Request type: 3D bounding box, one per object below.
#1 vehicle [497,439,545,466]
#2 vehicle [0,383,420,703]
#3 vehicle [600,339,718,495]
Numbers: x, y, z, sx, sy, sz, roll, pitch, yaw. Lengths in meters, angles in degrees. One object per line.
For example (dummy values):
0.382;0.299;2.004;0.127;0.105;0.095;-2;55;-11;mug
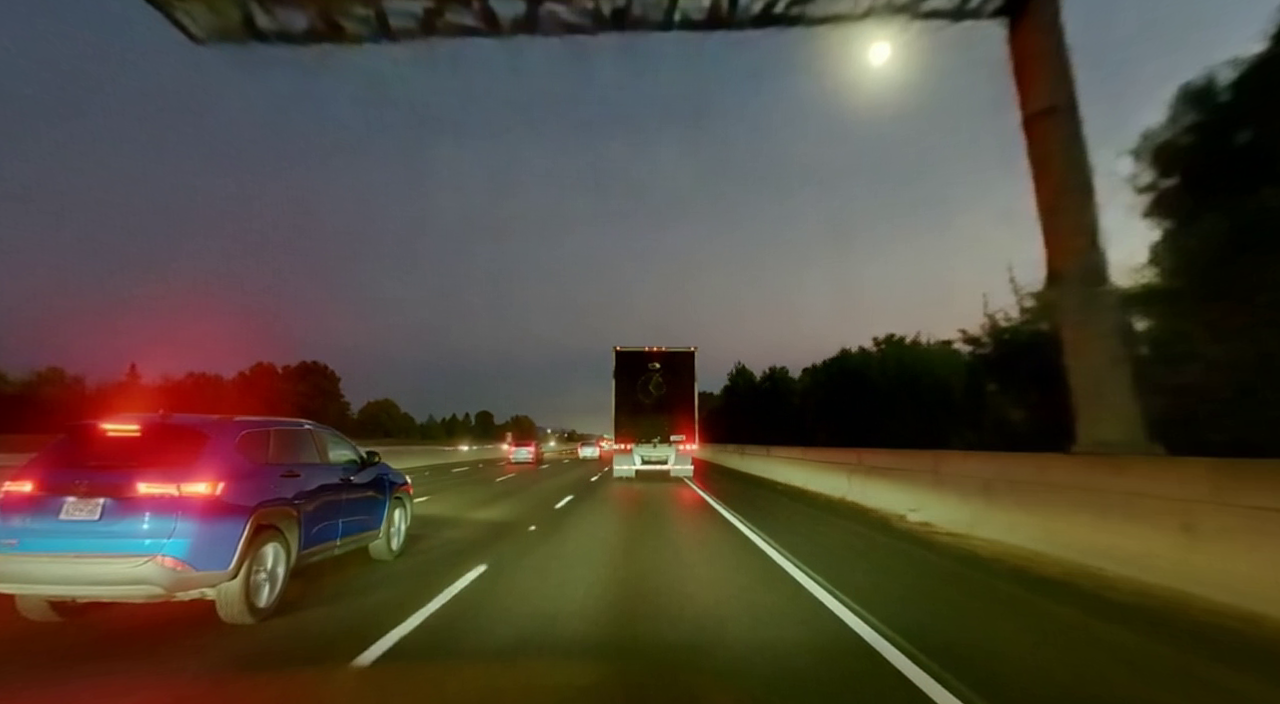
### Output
-6.941;5.919;37.297;1.882;1.451;4.416;0;-9;1;vehicle
-3.758;1.316;5.488;2.077;1.671;4.249;0;-9;1;vehicle
0.451;2.354;20.860;2.870;3.841;10.653;0;-9;0;vehicle
